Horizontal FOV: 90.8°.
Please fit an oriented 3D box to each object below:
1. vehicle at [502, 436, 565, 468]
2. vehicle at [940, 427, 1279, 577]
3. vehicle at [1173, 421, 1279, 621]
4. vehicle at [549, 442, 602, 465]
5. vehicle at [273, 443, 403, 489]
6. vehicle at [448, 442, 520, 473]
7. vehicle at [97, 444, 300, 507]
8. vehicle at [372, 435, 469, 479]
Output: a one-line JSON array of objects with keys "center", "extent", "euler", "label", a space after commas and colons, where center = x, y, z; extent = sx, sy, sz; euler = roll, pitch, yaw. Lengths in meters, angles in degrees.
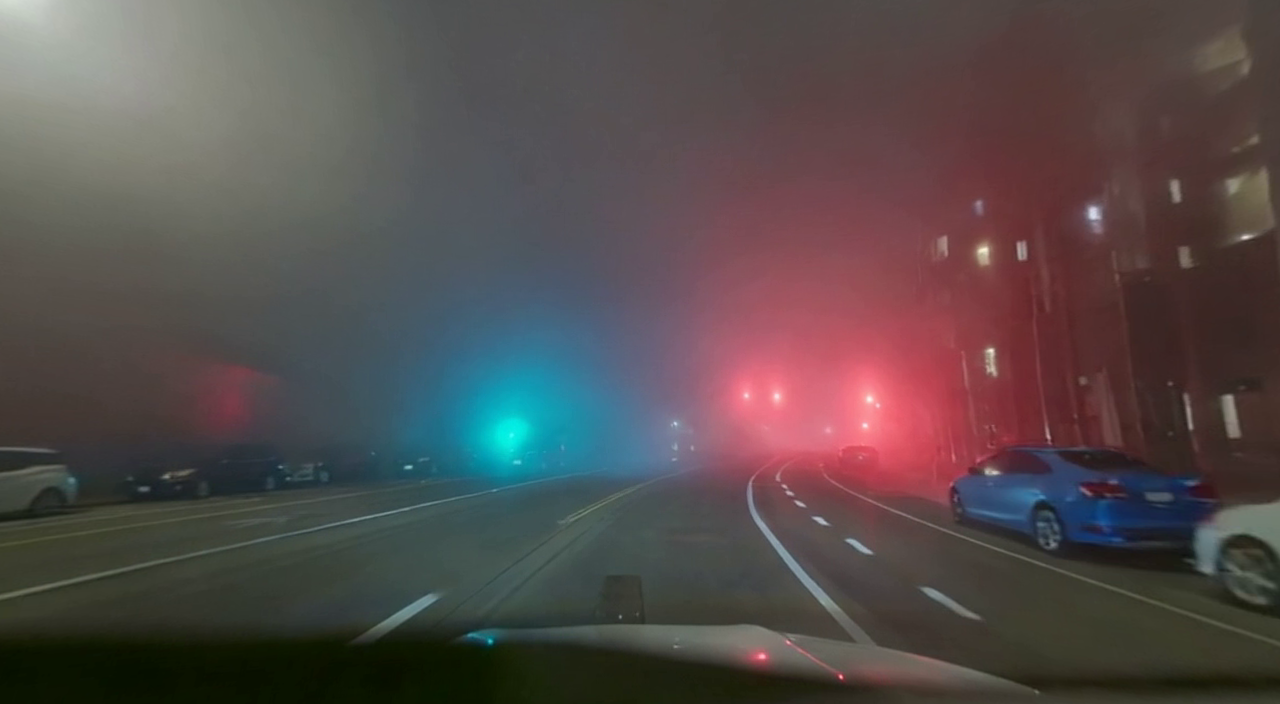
[{"center": [-6.554, 6.211, 39.430], "extent": [2.083, 1.882, 4.642], "euler": [-2, -9, 15], "label": "vehicle"}, {"center": [6.089, 1.896, 8.864], "extent": [1.883, 1.550, 4.286], "euler": [-1, -8, 4], "label": "vehicle"}, {"center": [5.948, 1.182, 3.927], "extent": [1.886, 1.562, 3.940], "euler": [0, -8, 2], "label": "vehicle"}, {"center": [-4.518, 7.212, 45.176], "extent": [1.894, 1.493, 4.902], "euler": [-3, -9, 18], "label": "vehicle"}, {"center": [-10.784, 4.073, 23.005], "extent": [1.811, 1.459, 4.702], "euler": [-1, -8, 10], "label": "vehicle"}, {"center": [-8.234, 5.589, 33.777], "extent": [1.830, 1.497, 4.436], "euler": [-2, -9, 14], "label": "vehicle"}, {"center": [-11.669, 3.248, 17.198], "extent": [1.841, 1.444, 4.554], "euler": [-1, -8, 7], "label": "vehicle"}, {"center": [-9.592, 4.626, 28.134], "extent": [1.933, 1.759, 5.002], "euler": [-1, -8, 9], "label": "vehicle"}]
